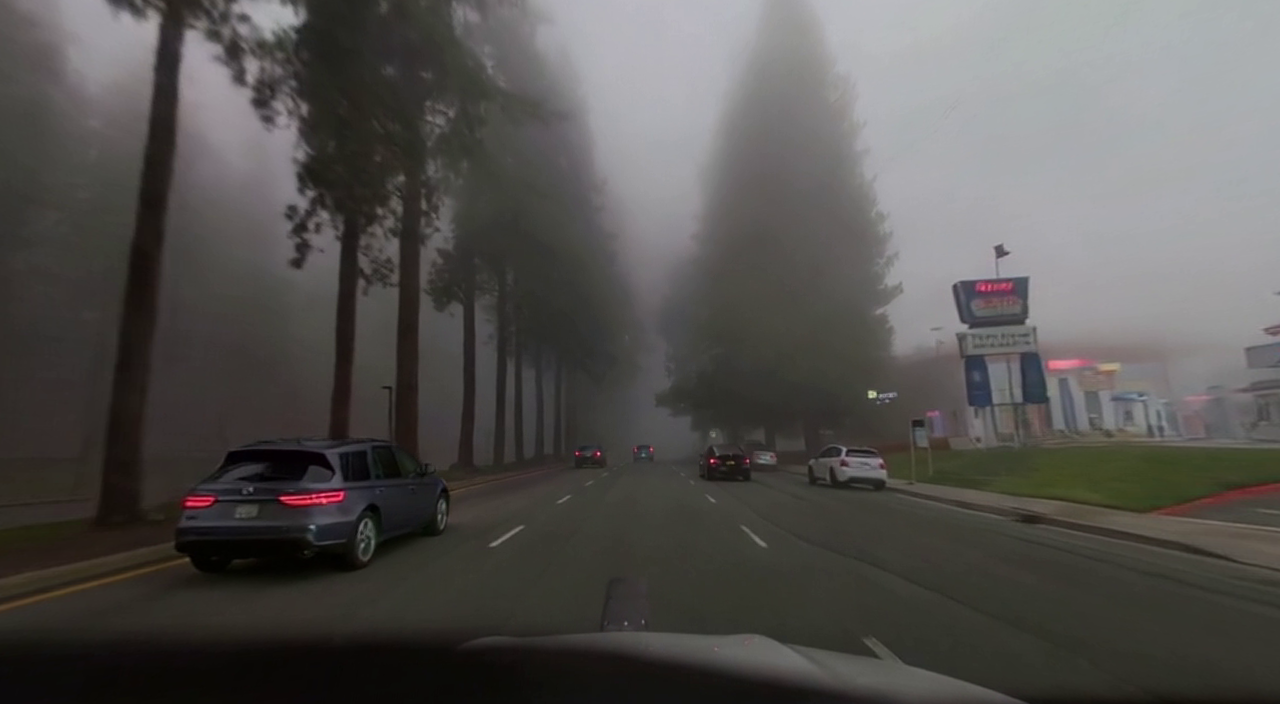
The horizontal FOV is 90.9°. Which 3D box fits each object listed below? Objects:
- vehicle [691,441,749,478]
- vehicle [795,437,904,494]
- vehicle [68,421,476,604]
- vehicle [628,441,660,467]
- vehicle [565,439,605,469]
[{"bbox_3d":[3.496,4.767,28.258,2.010,1.486,4.498,0,-8,0],"label":"vehicle"},{"bbox_3d":[6.460,3.522,20.006,1.983,1.599,4.243,0,-8,0],"label":"vehicle"},{"bbox_3d":[-3.816,1.745,7.997,1.988,1.530,5.155,0,-8,1],"label":"vehicle"},{"bbox_3d":[0.260,6.518,40.386,1.922,1.579,3.642,0,-8,0],"label":"vehicle"},{"bbox_3d":[-3.361,6.339,39.381,2.051,1.747,4.370,0,-8,1],"label":"vehicle"}]
